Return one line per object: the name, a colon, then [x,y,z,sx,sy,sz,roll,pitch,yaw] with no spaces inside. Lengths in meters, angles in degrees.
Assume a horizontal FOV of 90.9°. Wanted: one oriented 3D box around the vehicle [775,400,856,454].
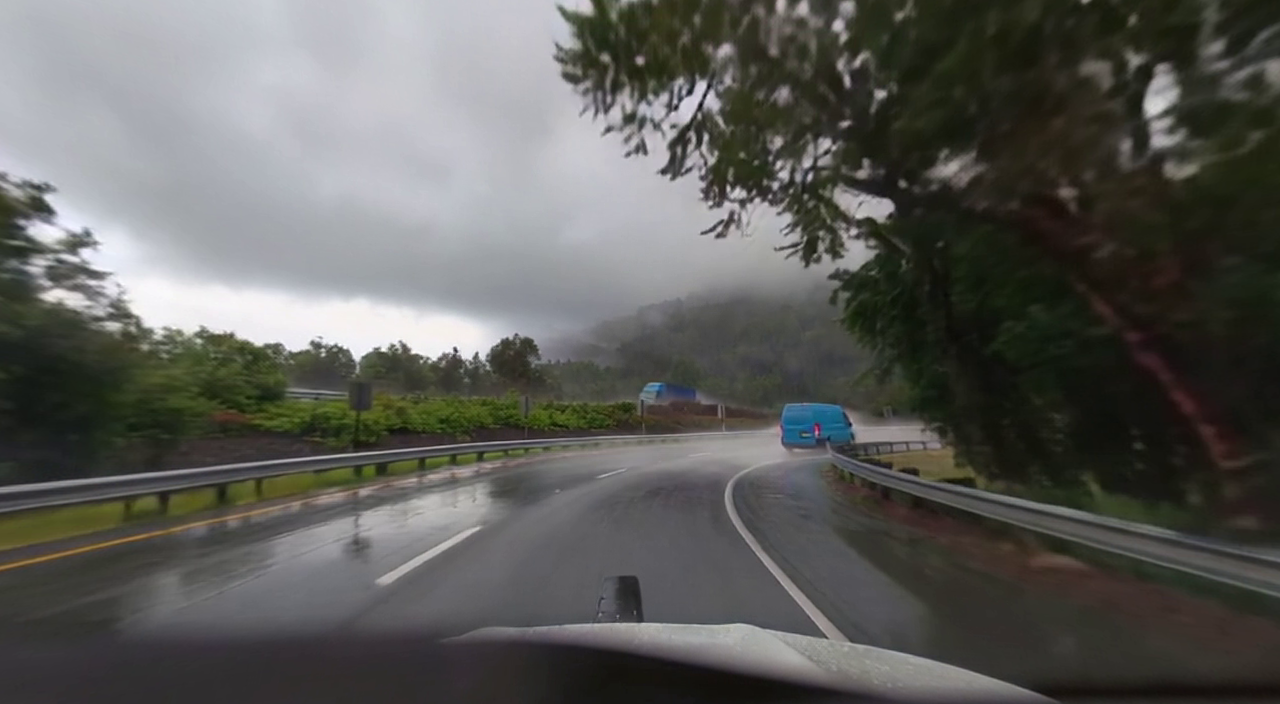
vehicle: [9.374,3.991,33.353,2.352,2.577,5.330,-5,-9,35]
